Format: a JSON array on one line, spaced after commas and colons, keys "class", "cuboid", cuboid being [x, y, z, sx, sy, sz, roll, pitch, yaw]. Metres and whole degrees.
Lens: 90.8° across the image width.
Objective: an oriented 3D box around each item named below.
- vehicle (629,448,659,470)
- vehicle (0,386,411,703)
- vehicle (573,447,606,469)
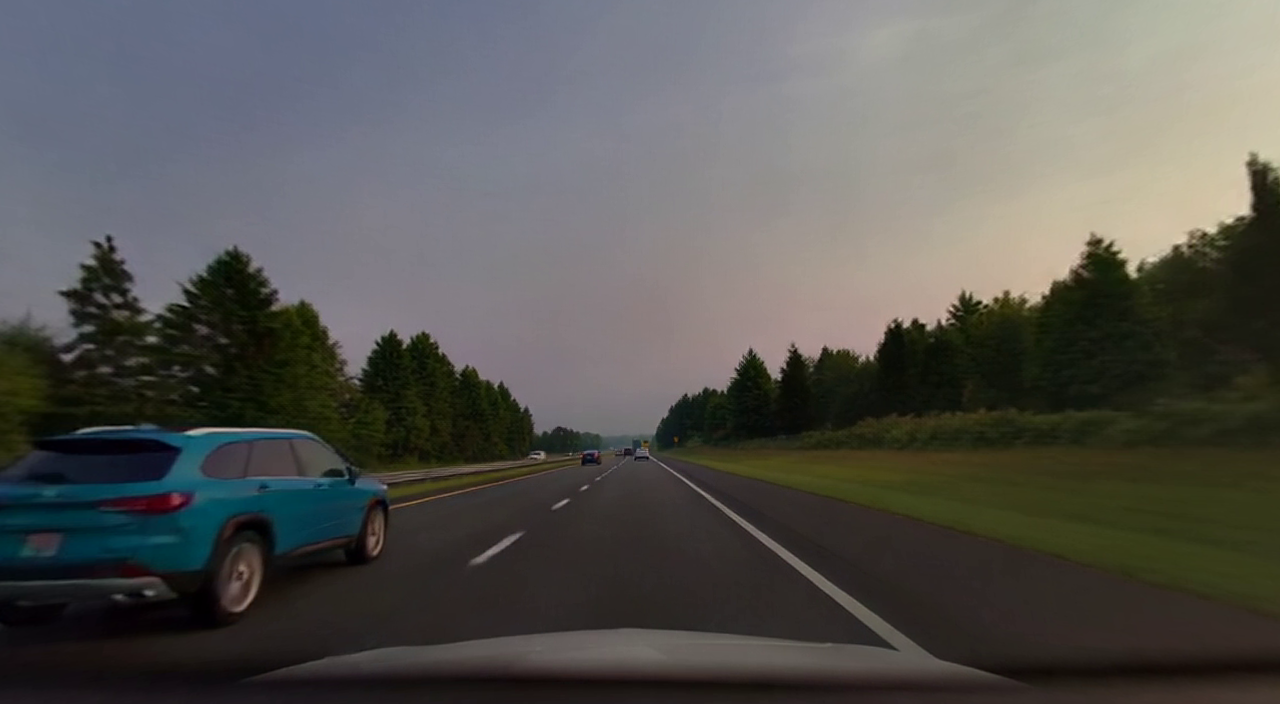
[{"class": "vehicle", "cuboid": [0.269, 7.658, 45.234, 2.046, 1.452, 4.407, 0, -9, 0]}, {"class": "vehicle", "cuboid": [-3.829, 1.326, 5.440, 2.100, 1.667, 4.223, 0, -9, 0]}, {"class": "vehicle", "cuboid": [-3.911, 8.296, 49.752, 2.182, 1.629, 4.263, 0, -9, 1]}]
